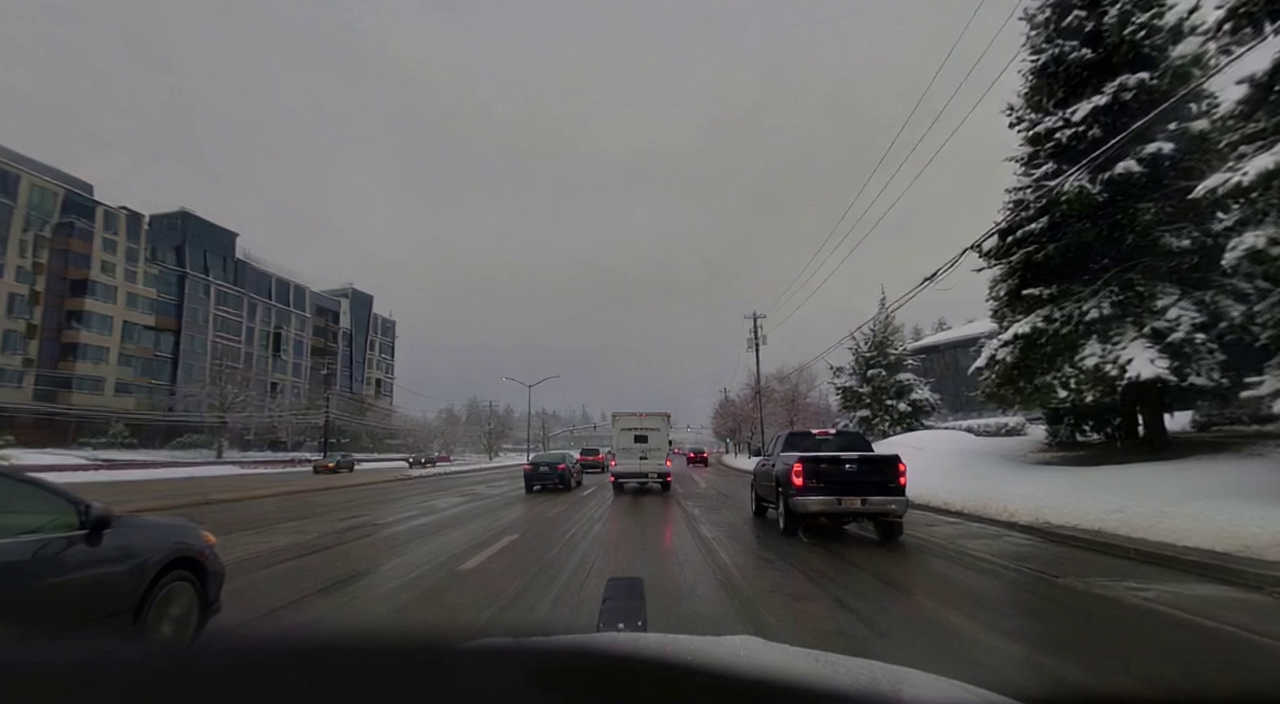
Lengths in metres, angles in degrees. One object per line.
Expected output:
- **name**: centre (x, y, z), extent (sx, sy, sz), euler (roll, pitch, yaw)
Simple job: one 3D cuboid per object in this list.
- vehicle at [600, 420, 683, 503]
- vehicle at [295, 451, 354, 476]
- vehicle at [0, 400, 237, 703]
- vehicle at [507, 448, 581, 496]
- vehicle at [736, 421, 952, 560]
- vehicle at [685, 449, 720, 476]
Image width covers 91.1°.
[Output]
- **vehicle**: centre (0.187, 3.666, 21.487), extent (2.457, 2.440, 5.486), euler (0, -9, 3)
- **vehicle**: centre (-24.918, 8.821, 49.767), extent (2.327, 1.797, 4.963), euler (0, -9, -3)
- **vehicle**: centre (-3.605, 0.958, 2.117), extent (1.934, 1.643, 3.718), euler (0, -9, 1)
- **vehicle**: centre (-3.456, 4.411, 23.522), extent (1.984, 1.567, 4.311), euler (0, -9, 2)
- **vehicle**: centre (3.180, 2.259, 11.008), extent (2.283, 1.923, 4.427), euler (0, -9, 0)
- **vehicle**: centre (4.178, 7.446, 42.585), extent (2.092, 1.696, 4.218), euler (0, -9, 1)
